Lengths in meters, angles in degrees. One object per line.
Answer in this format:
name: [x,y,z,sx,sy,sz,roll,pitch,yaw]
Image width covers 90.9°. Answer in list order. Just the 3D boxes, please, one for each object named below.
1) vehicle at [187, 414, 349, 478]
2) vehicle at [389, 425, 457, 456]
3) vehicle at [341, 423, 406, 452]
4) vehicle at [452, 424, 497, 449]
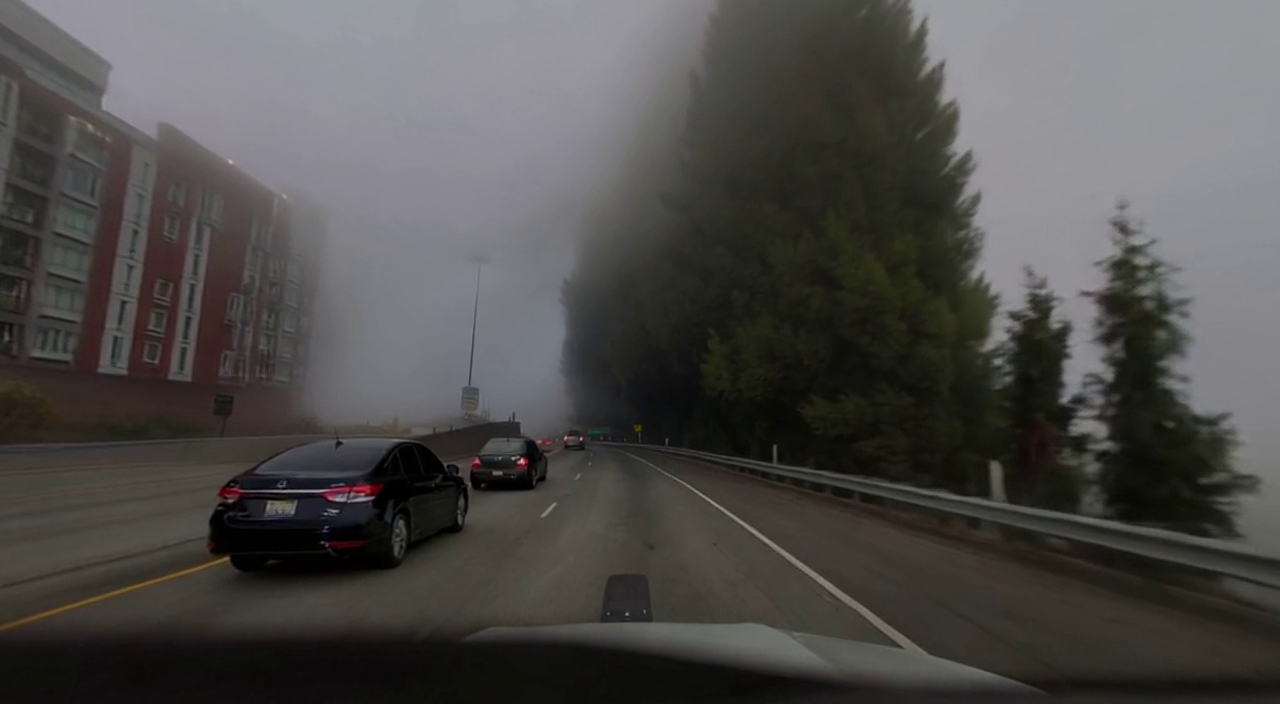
vehicle: [-10.921,2.834,19.025,2.078,1.664,4.595,0,-8,0]
vehicle: [-11.293,4.670,33.160,1.953,1.520,4.549,0,-8,0]
vehicle: [-15.208,4.935,36.171,1.906,1.506,4.269,0,-8,-1]
vehicle: [-11.426,5.899,43.799,2.033,1.662,4.394,0,-8,-1]
